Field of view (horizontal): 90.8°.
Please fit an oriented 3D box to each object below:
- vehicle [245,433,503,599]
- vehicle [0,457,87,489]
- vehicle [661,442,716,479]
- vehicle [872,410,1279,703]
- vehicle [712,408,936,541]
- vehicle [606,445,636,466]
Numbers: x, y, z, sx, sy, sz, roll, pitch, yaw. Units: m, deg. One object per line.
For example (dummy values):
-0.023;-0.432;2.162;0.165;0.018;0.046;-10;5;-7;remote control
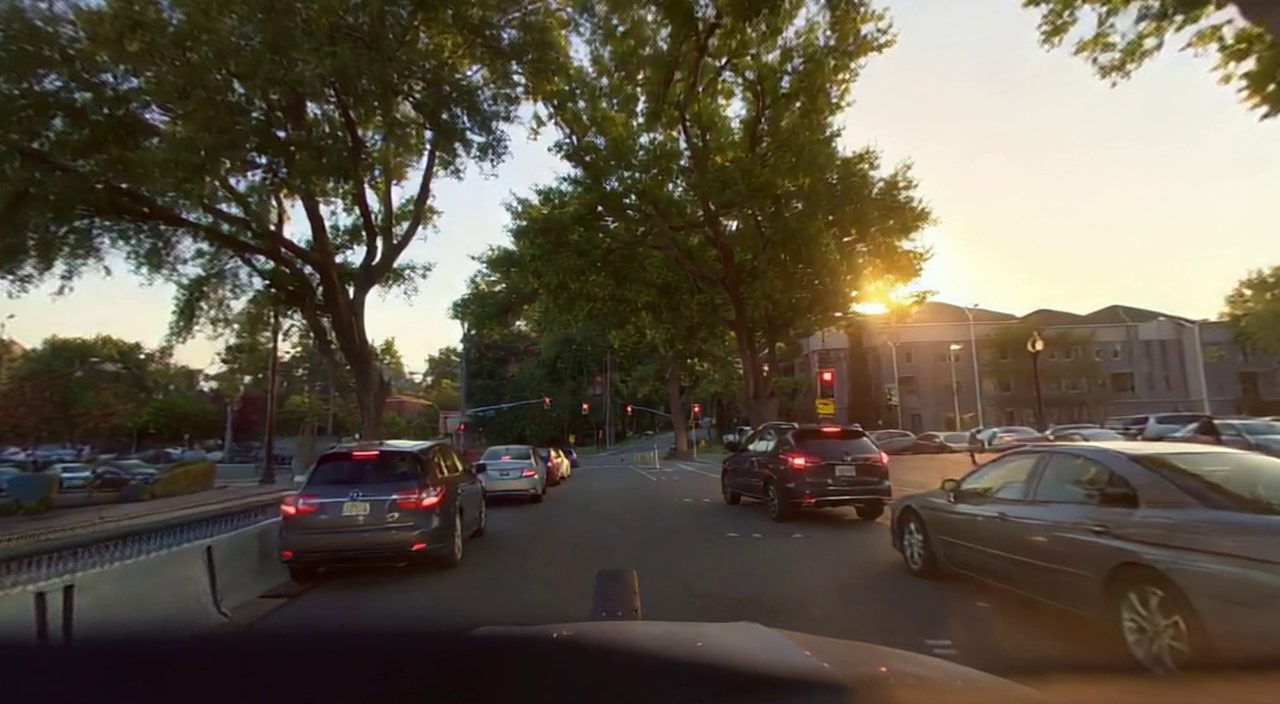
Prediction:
-2.928;1.833;8.092;1.968;1.497;4.286;1;-8;-8;vehicle
-32.305;6.479;34.095;4.127;1.583;1.978;-4;-9;24;vehicle
2.112;4.852;28.580;1.910;1.493;4.490;0;-8;-3;vehicle
3.704;1.315;4.847;1.904;1.494;4.864;0;-8;-1;vehicle
3.016;2.198;12.091;2.324;1.907;5.634;0;-8;-3;vehicle
-1.428;7.558;46.234;2.095;1.473;4.301;0;-8;-2;vehicle
